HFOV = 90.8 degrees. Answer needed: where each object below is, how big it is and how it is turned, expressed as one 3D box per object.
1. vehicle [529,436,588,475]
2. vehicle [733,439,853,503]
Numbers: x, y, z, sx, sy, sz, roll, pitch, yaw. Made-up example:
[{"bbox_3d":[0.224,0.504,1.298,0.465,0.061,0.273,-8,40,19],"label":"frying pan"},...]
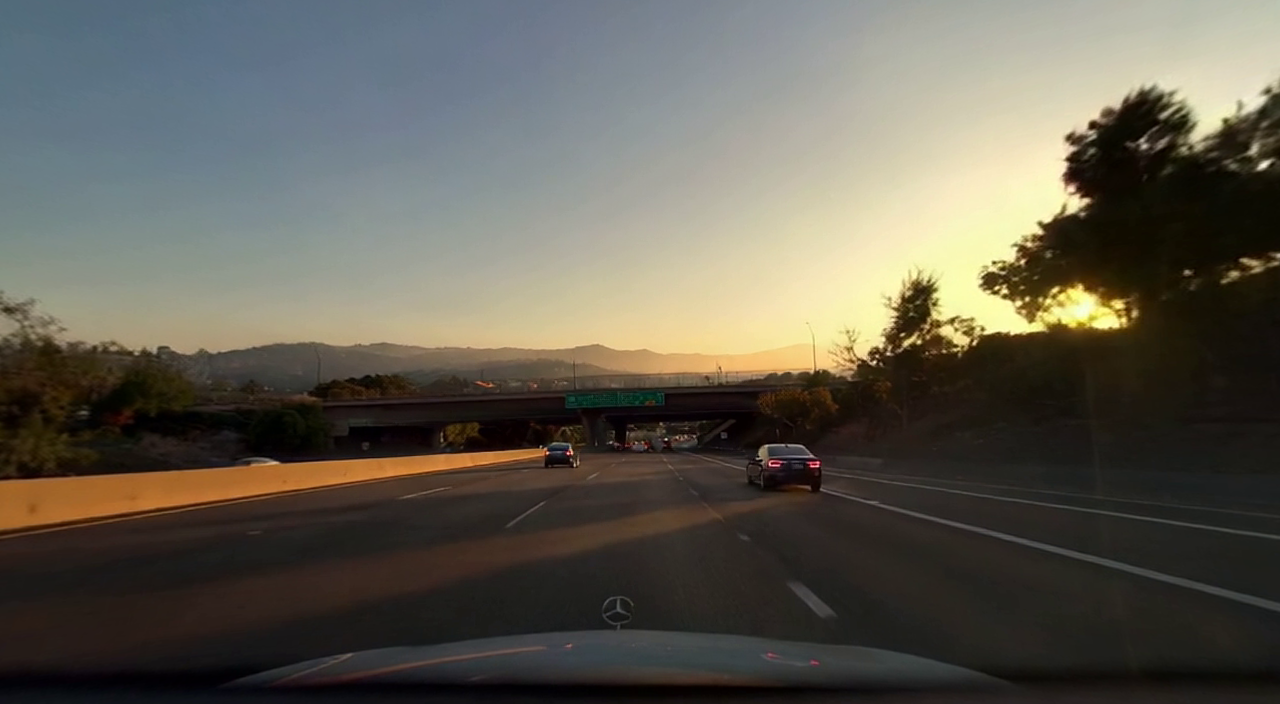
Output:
[{"bbox_3d":[-3.701,4.790,29.422,2.048,1.618,4.424,0,-9,1],"label":"vehicle"},{"bbox_3d":[3.912,3.121,17.036,2.060,1.485,4.274,0,-9,-2],"label":"vehicle"}]
